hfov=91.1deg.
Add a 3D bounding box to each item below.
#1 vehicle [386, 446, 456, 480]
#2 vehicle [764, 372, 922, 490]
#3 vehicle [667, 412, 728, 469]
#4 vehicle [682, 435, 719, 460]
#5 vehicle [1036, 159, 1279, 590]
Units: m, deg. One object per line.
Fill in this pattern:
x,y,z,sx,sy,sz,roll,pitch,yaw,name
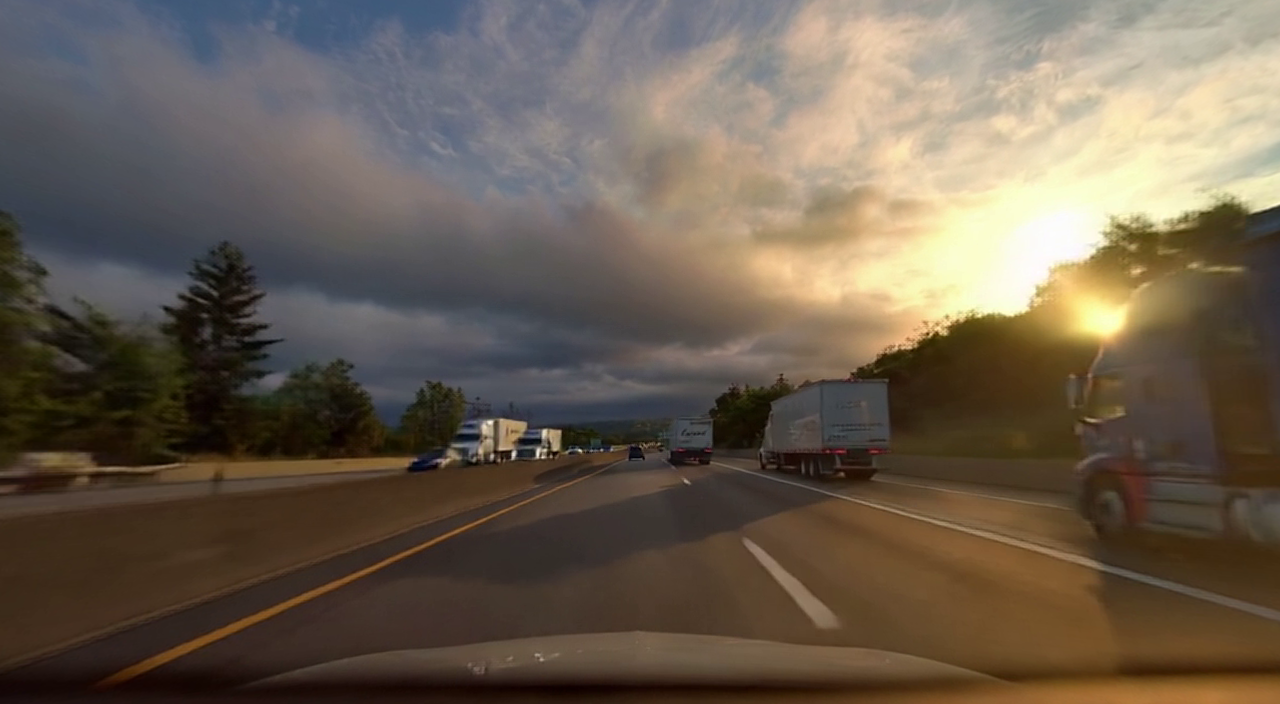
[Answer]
-10.678,5.401,30.930,1.802,1.473,4.079,-1,-8,3,vehicle
8.335,3.618,28.566,2.843,4.053,13.777,0,-8,1,vehicle
4.069,6.693,48.194,3.288,3.717,13.646,0,-7,0,vehicle
4.153,6.605,43.838,2.120,1.651,4.639,0,-8,1,vehicle
7.229,-0.027,3.969,2.920,3.860,10.035,0,-8,0,vehicle
